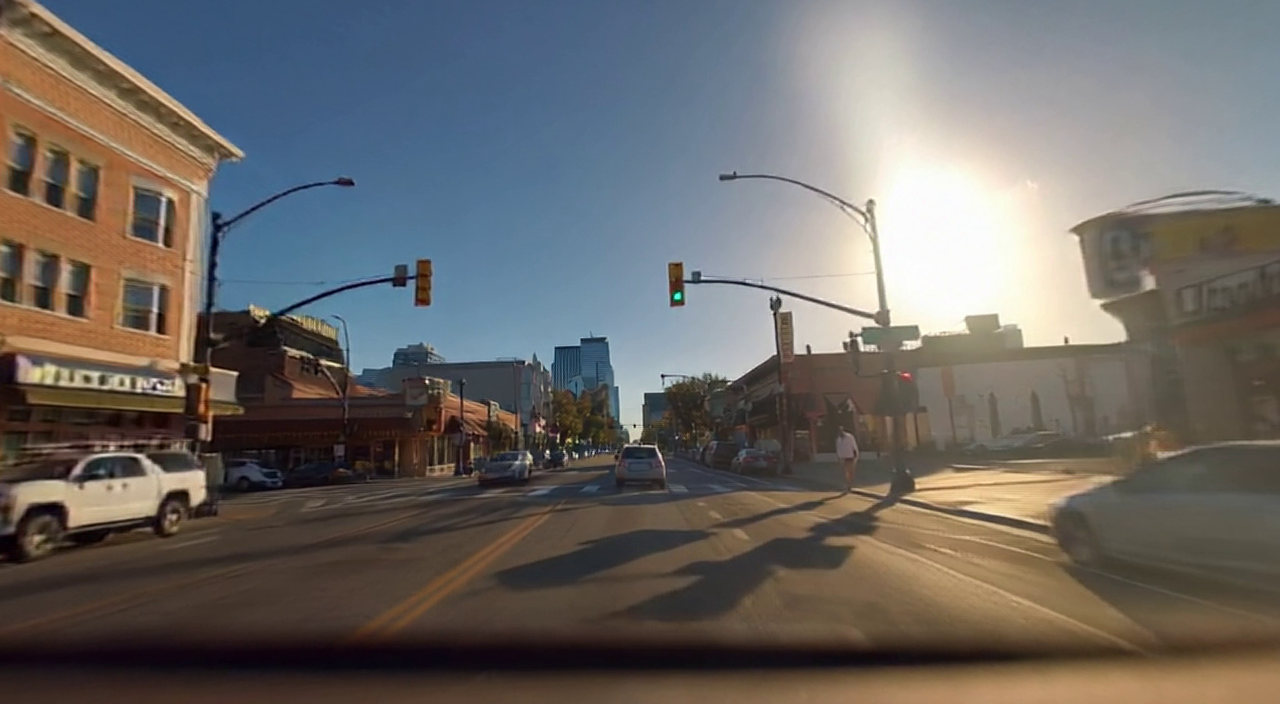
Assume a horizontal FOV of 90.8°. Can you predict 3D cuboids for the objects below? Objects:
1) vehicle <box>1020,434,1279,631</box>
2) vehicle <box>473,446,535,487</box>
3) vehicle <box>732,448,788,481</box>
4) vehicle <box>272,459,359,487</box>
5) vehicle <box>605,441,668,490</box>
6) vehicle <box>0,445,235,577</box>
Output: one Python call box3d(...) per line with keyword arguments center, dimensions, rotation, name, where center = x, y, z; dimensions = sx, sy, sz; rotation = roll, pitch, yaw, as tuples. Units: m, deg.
box3d(center=(5.719, 1.494, 5.674), dimensions=(1.824, 1.466, 4.345), rotation=(0, -9, -1), name="vehicle")
box3d(center=(-6.148, 5.192, 29.034), dimensions=(1.918, 1.679, 4.209), rotation=(0, -9, 0), name="vehicle")
box3d(center=(5.914, 5.585, 31.699), dimensions=(1.859, 1.470, 4.476), rotation=(0, -8, -1), name="vehicle")
box3d(center=(-19.986, 7.501, 39.028), dimensions=(4.212, 1.641, 1.935), rotation=(-1, -13, 2), name="vehicle")
box3d(center=(-0.108, 4.047, 22.952), dimensions=(2.086, 1.575, 4.205), rotation=(0, -8, 0), name="vehicle")
box3d(center=(-11.181, 2.913, 12.644), dimensions=(2.240, 2.052, 5.872), rotation=(0, -8, 0), name="vehicle")
